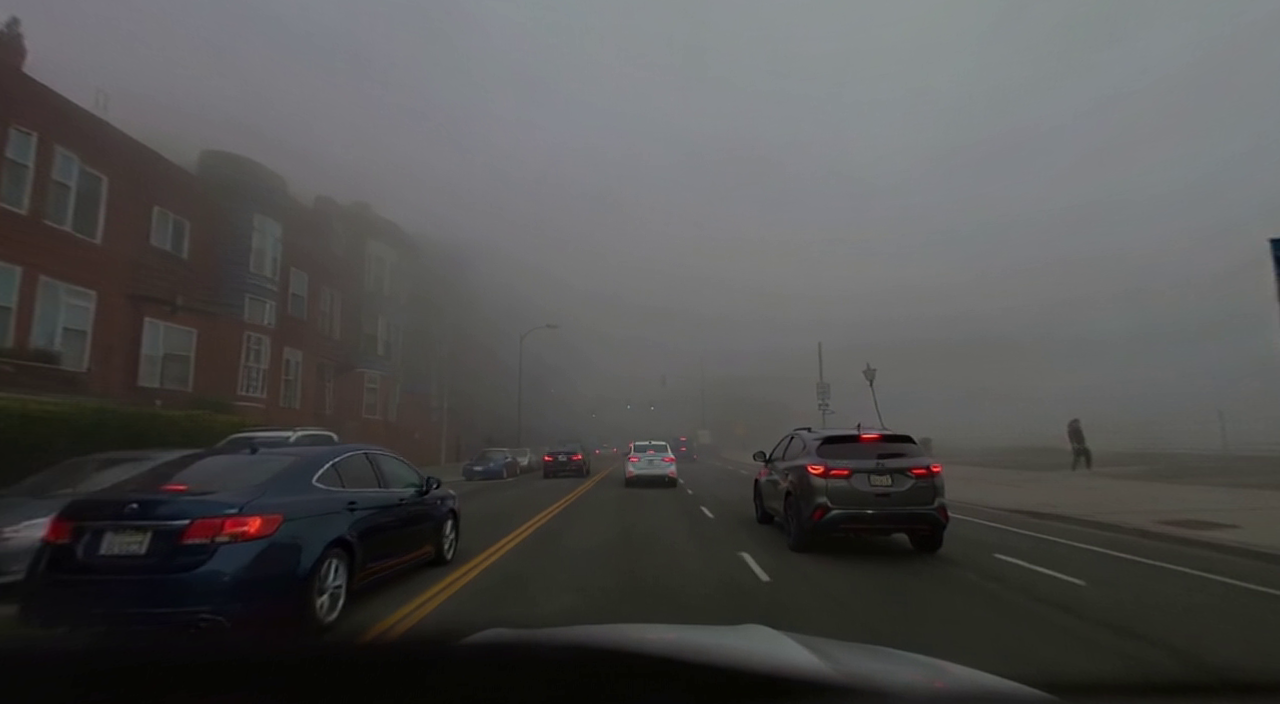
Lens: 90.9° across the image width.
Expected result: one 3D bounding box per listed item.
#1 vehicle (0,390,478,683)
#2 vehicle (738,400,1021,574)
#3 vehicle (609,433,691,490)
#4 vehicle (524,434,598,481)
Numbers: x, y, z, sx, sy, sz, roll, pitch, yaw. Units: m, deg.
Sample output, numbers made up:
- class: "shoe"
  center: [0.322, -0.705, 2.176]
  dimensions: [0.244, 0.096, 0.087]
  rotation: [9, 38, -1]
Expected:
- class: "vehicle"
  center: [-3.058, 1.323, 5.584]
  dimensions: [2.085, 1.619, 3.976]
  rotation: [0, -8, 1]
- class: "vehicle"
  center: [2.715, 1.661, 8.488]
  dimensions: [2.094, 1.709, 4.394]
  rotation: [0, -8, 1]
- class: "vehicle"
  center: [0.253, 3.201, 18.740]
  dimensions: [2.139, 1.466, 4.373]
  rotation: [0, -8, 0]
- class: "vehicle"
  center: [-2.717, 3.776, 22.802]
  dimensions: [2.019, 1.507, 4.643]
  rotation: [0, -8, 1]
